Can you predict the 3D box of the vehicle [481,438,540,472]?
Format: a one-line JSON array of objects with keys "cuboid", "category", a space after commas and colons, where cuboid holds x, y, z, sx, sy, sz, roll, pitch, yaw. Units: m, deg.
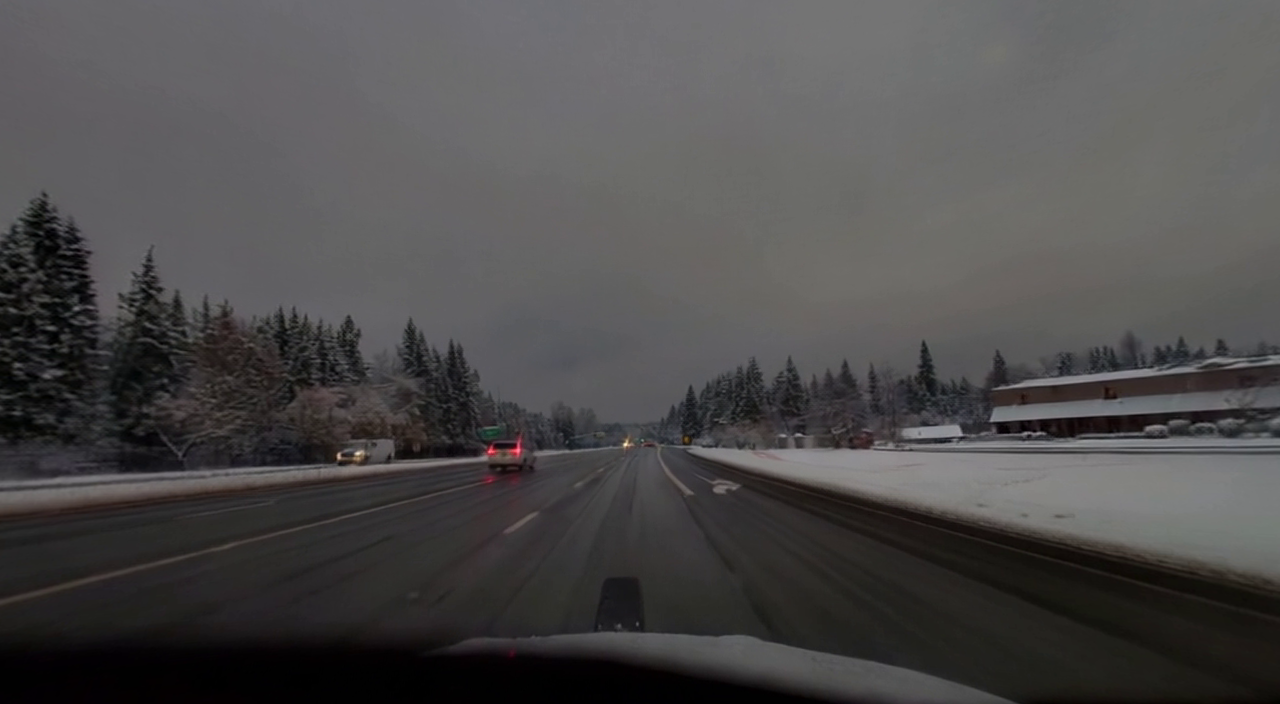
[{"cuboid": [-7.023, 5.646, 34.835, 2.115, 1.711, 4.722, 0, -9, 2], "category": "vehicle"}]
